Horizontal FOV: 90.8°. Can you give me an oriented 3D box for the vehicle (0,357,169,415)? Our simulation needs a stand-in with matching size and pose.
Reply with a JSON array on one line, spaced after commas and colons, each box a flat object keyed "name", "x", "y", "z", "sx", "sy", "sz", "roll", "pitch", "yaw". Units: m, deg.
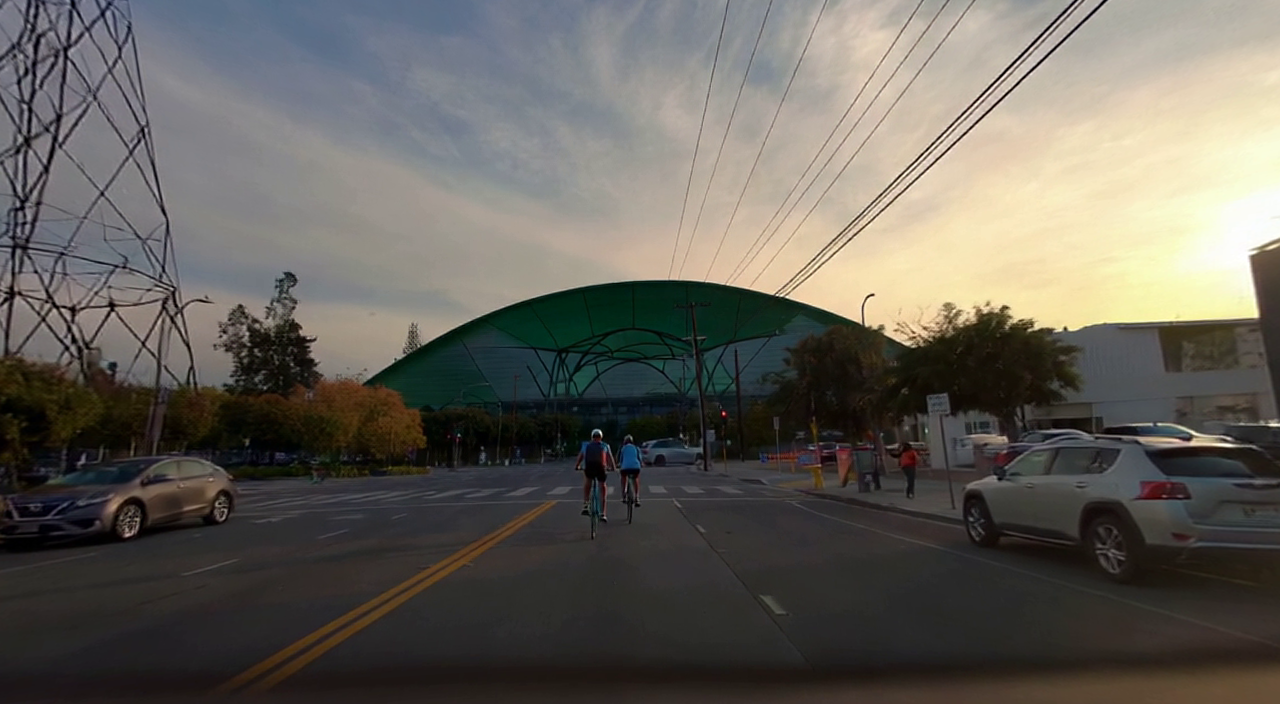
[{"name": "vehicle", "x": -17.098, "y": 1.090, "z": 19.445, "sx": 3.685, "sy": 1.584, "sz": 1.708, "roll": 1, "pitch": -9, "yaw": -3}]

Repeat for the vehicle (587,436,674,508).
[{"name": "vehicle", "x": -0.202, "y": 3.317, "z": 17.966, "sx": 2.190, "sy": 1.783, "sz": 4.048, "roll": 0, "pitch": -8, "yaw": 1}]

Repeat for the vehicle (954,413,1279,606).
[{"name": "vehicle", "x": 5.825, "y": 1.703, "z": 7.712, "sx": 1.873, "sy": 1.714, "sz": 3.979, "roll": 0, "pitch": -8, "yaw": -1}]

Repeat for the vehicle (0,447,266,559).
[{"name": "vehicle", "x": -10.224, "y": 2.871, "z": 12.974, "sx": 2.075, "sy": 1.816, "sz": 4.900, "roll": 0, "pitch": -8, "yaw": -1}]
